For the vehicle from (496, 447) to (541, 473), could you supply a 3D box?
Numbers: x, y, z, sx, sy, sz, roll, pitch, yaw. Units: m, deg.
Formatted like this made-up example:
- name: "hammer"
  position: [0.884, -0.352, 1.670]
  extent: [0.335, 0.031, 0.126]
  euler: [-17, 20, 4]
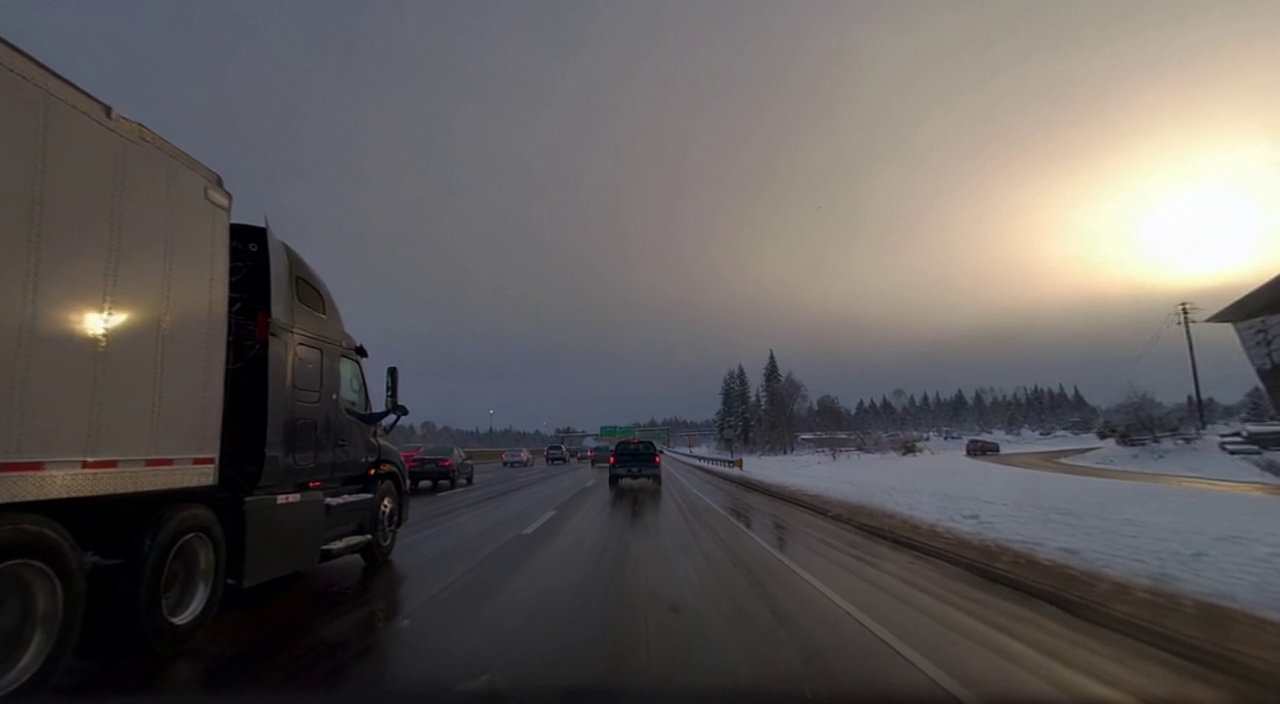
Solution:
- name: "vehicle"
  position: [-7.296, 6.517, 38.254]
  extent: [1.869, 1.466, 4.217]
  euler: [0, -9, 1]

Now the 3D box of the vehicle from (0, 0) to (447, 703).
- name: "vehicle"
  position: [-3.790, -0.287, 2.832]
  extent: [2.990, 3.885, 8.540]
  euler: [0, -9, 1]

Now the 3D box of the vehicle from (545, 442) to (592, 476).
- name: "vehicle"
  position: [-3.685, 5.594, 33.175]
  extent: [1.952, 1.649, 4.131]
  euler: [0, -9, 0]

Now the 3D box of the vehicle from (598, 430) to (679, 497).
- name: "vehicle"
  position: [-0.002, 3.284, 18.845]
  extent: [2.152, 1.779, 3.924]
  euler: [0, -9, 1]
